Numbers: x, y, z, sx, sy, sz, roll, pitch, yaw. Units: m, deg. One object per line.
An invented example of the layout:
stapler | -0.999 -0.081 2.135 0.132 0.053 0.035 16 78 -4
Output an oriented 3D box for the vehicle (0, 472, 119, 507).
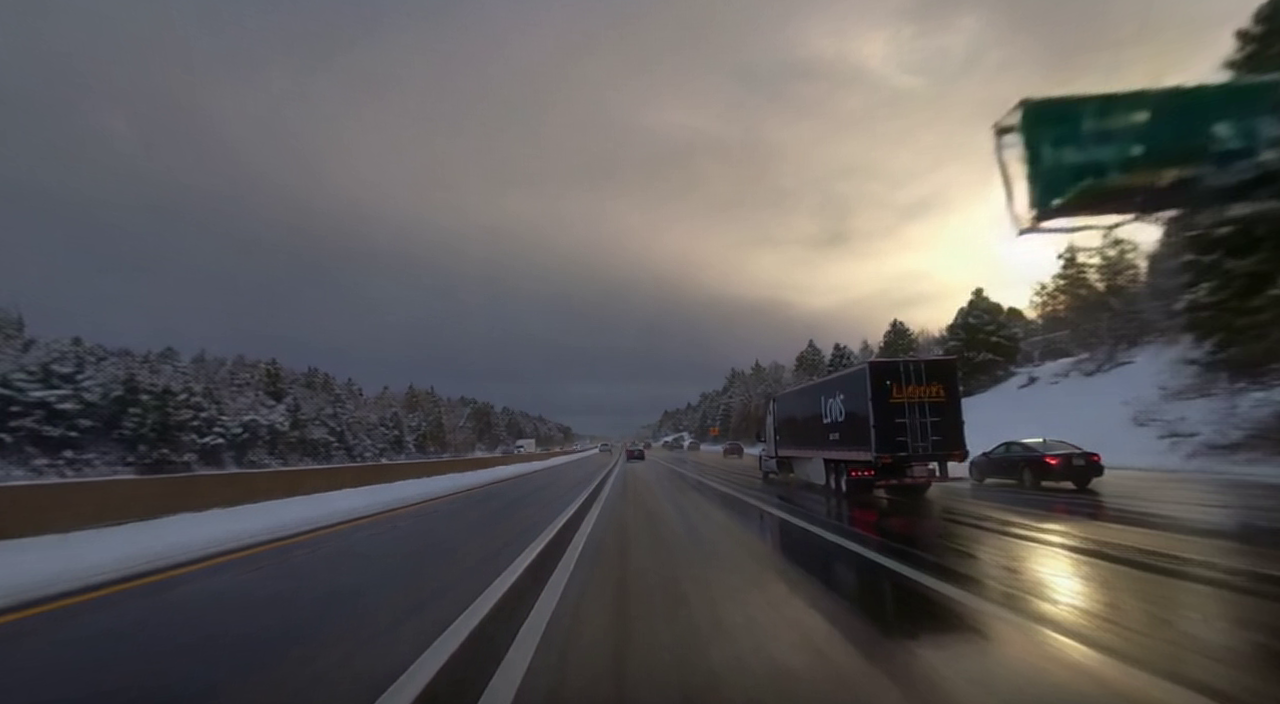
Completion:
vehicle | -30.337 7.138 33.115 1.948 1.479 4.914 0 -9 -1

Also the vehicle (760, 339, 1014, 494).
vehicle | 8.108 2.925 25.049 2.892 4.128 16.495 0 -9 -2

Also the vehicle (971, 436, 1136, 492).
vehicle | 12.151 3.323 19.020 1.862 1.462 4.459 0 -9 -2
